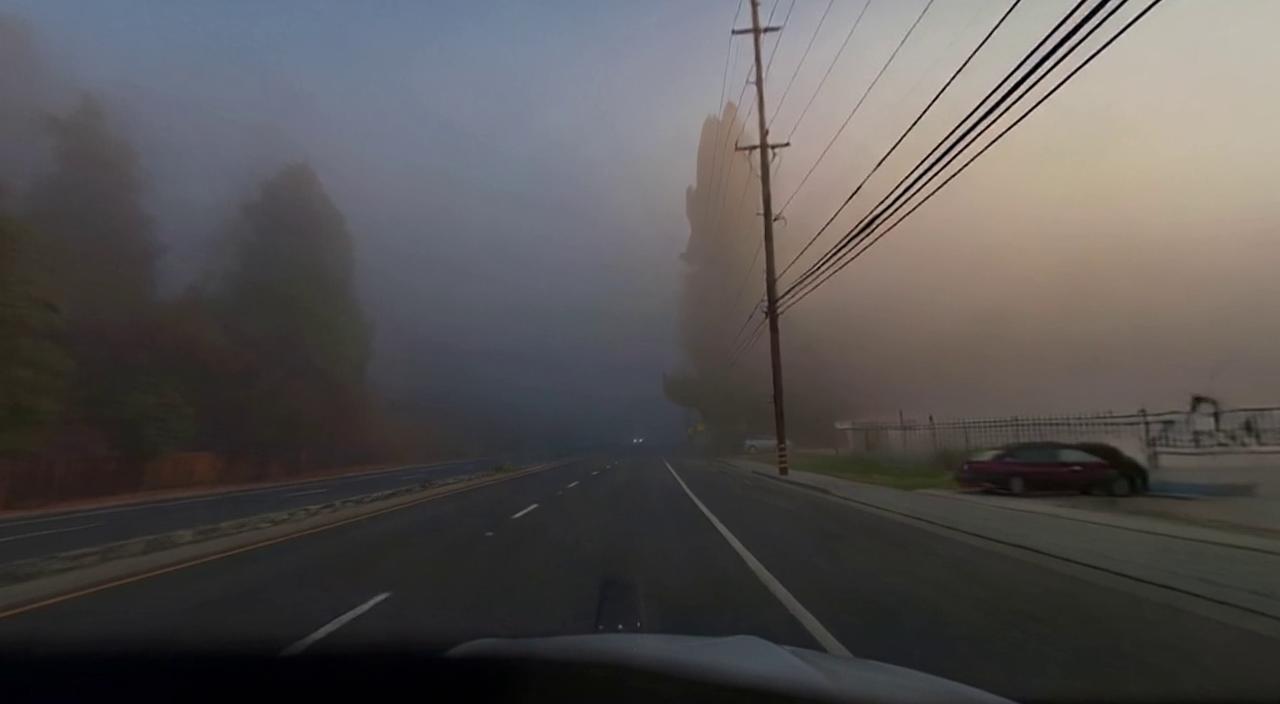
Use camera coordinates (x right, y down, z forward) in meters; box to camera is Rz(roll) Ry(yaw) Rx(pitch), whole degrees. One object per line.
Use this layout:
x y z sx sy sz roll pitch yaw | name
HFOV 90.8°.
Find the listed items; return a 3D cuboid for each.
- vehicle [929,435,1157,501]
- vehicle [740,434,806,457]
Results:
9.291 2.678 14.797 4.159 1.408 1.822 1 -8 -5 | vehicle
9.871 6.992 47.189 4.387 1.680 1.958 1 -8 -3 | vehicle
